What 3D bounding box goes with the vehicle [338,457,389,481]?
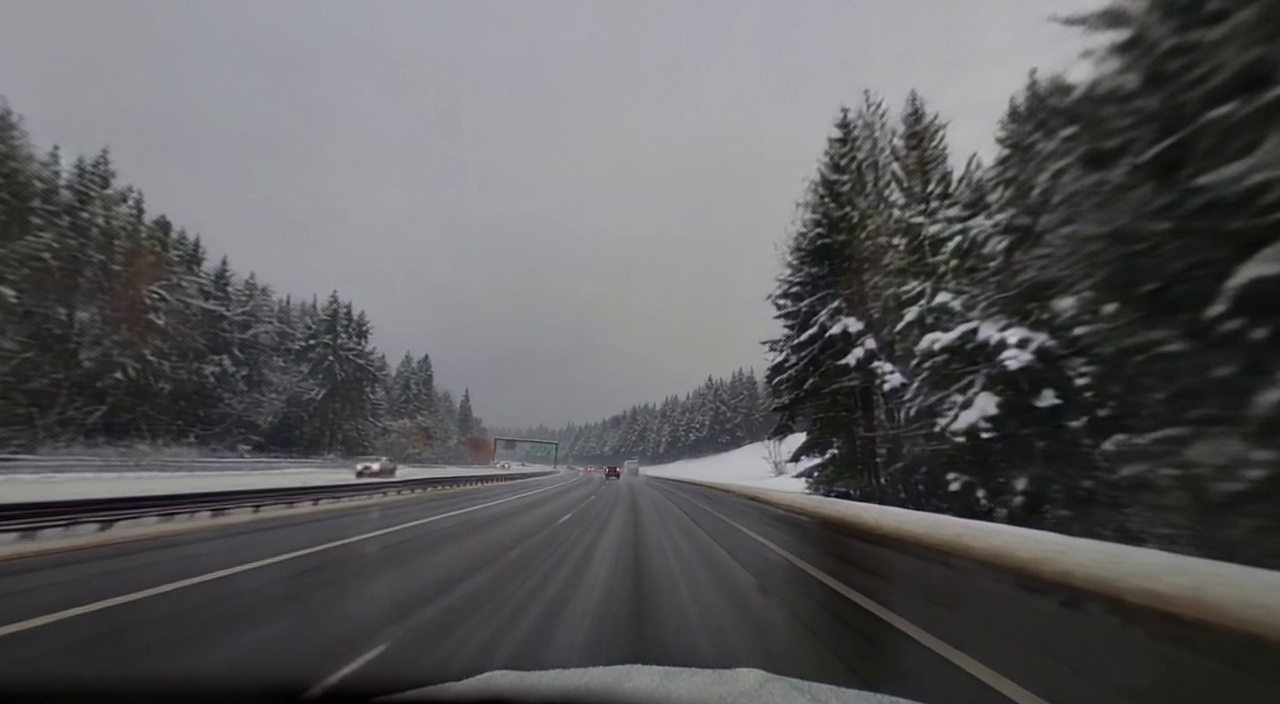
[{"bbox_3d":[-17.396,7.386,39.793,1.653,1.448,3.549,1,-10,-1],"label":"vehicle"}]
